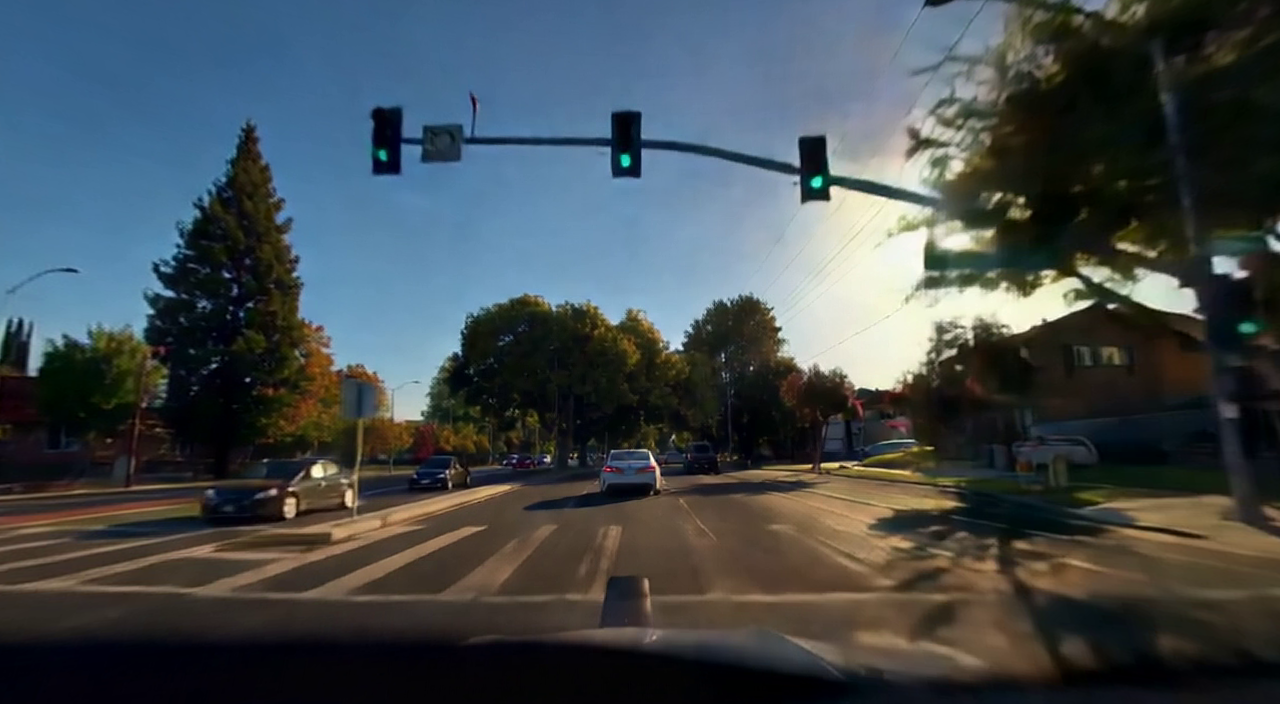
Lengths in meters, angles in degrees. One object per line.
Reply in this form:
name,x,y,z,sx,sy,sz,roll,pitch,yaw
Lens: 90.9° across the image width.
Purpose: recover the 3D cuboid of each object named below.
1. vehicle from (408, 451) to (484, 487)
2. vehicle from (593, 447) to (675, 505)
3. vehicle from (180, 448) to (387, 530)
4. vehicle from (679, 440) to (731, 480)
vehicle,-8.753,5.286,28.849,2.035,1.463,4.527,0,-8,0
vehicle,-0.165,3.531,18.489,2.140,1.474,4.026,0,-8,0
vehicle,-8.239,3.165,15.277,2.121,1.513,4.832,-2,-8,2
vehicle,3.107,5.292,31.185,2.073,1.822,4.276,0,-8,-1
